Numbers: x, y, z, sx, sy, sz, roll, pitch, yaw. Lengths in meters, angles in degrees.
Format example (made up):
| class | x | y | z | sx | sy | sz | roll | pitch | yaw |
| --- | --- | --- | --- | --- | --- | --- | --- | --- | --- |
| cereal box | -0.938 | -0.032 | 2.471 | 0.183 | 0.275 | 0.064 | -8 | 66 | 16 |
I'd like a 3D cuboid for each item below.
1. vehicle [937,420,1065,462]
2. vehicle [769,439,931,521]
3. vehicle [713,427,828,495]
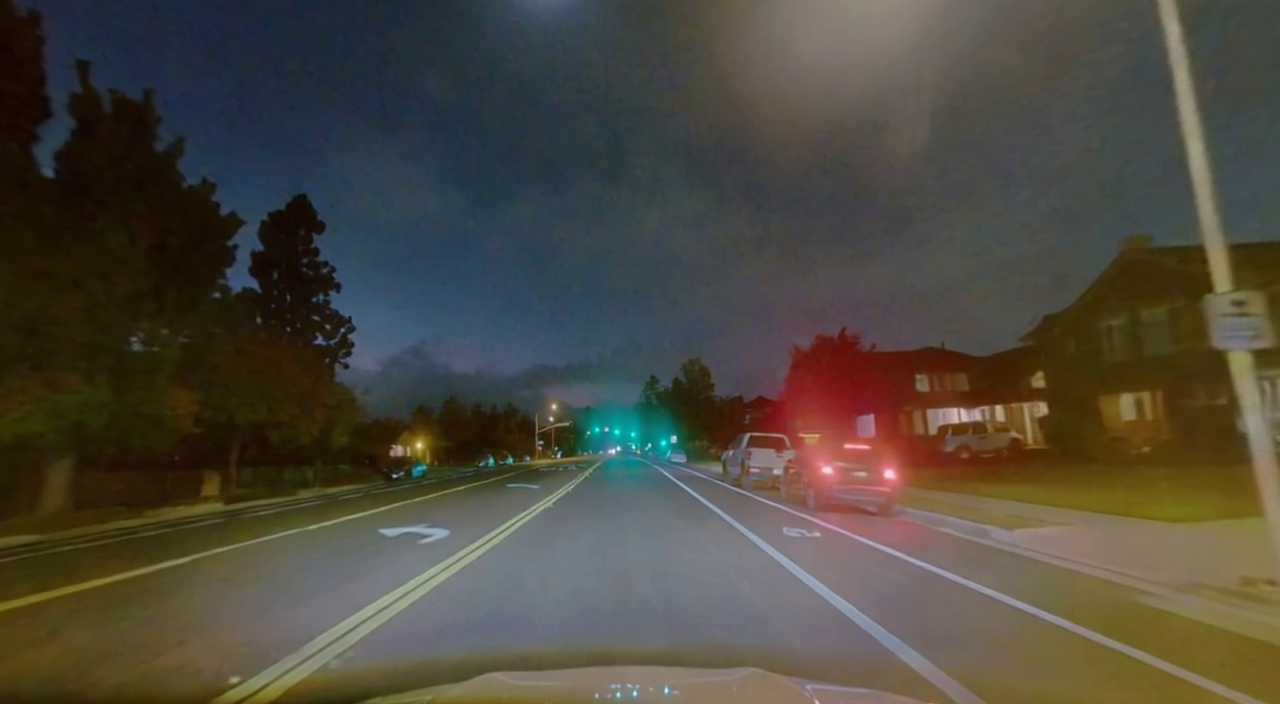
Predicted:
| class | x | y | z | sx | sy | sz | roll | pitch | yaw |
| --- | --- | --- | --- | --- | --- | --- | --- | --- | --- |
| vehicle | 16.352 | 4.069 | 28.808 | 4.524 | 1.805 | 2.067 | -1 | -9 | 0 |
| vehicle | 4.319 | 2.690 | 13.835 | 1.919 | 1.474 | 4.370 | 0 | -9 | -2 |
| vehicle | 3.971 | 3.471 | 20.500 | 2.293 | 1.858 | 5.868 | 0 | -9 | -2 |
